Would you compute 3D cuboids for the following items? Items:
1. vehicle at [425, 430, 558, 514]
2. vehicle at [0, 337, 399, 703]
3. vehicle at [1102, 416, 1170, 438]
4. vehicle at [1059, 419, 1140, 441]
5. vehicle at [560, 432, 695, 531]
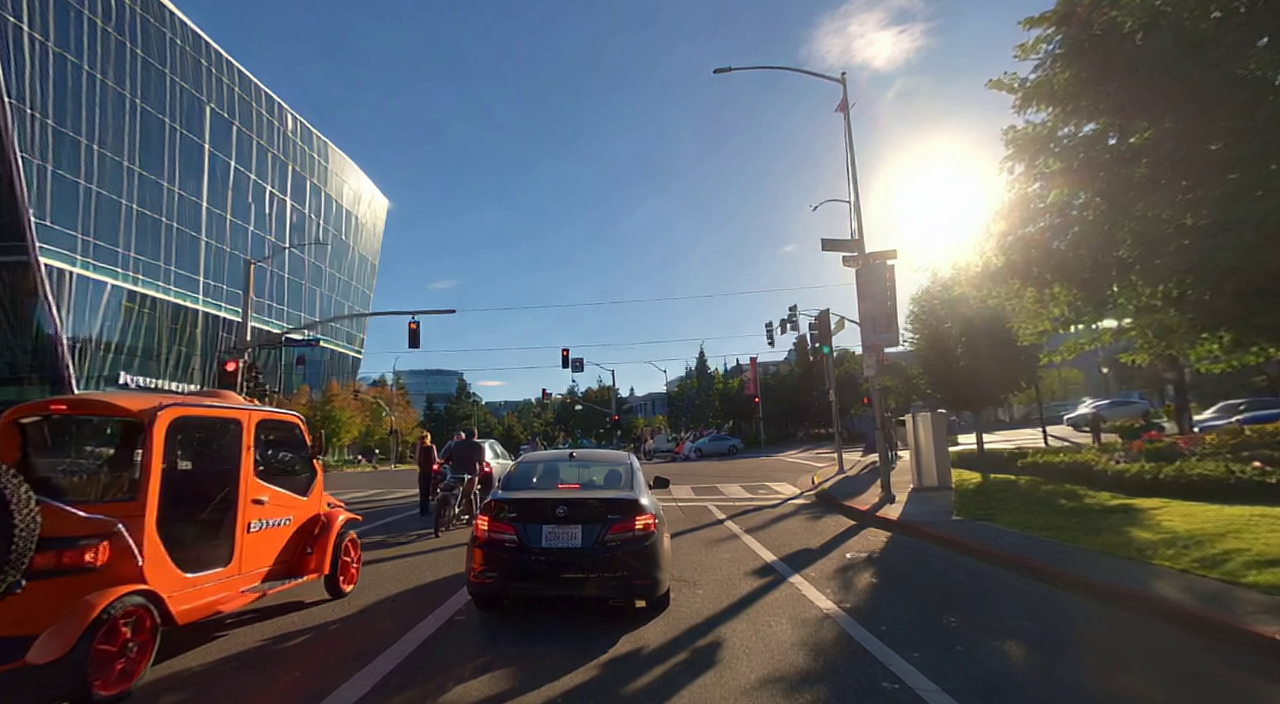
[{"bbox_3d":[-3.172,2.650,14.354,1.935,1.615,4.073,-1,-8,2],"label":"vehicle"},{"bbox_3d":[-3.611,1.131,4.443,2.000,1.809,4.405,0,-8,1],"label":"vehicle"},{"bbox_3d":[36.771,5.595,46.559,1.625,1.449,3.557,6,-11,-38],"label":"vehicle"},{"bbox_3d":[30.758,5.265,42.067,1.751,1.420,4.027,8,-12,-43],"label":"vehicle"},{"bbox_3d":[-0.164,2.252,11.532,2.025,1.458,4.085,0,-8,1],"label":"vehicle"}]
